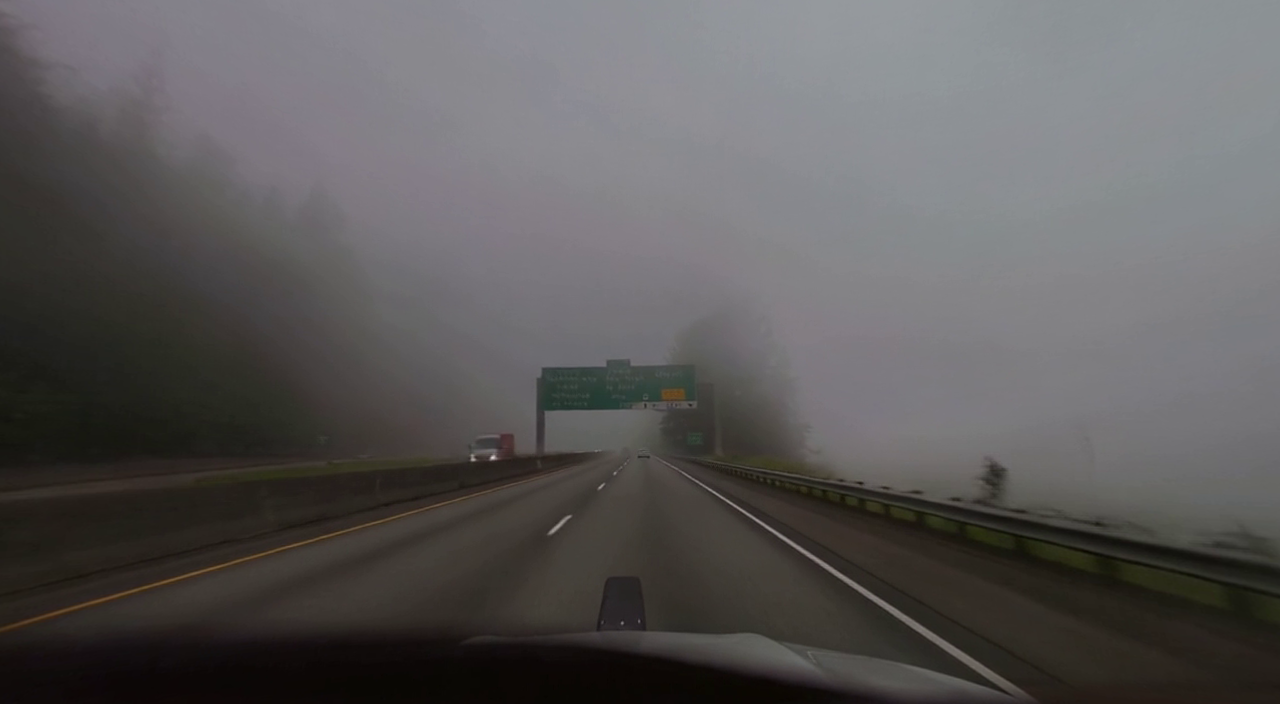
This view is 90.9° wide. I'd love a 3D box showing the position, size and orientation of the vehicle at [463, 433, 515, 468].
[{"bbox_3d":[-10.721,7.071,45.223,2.368,2.301,5.356,0,-9,0],"label":"vehicle"}]
